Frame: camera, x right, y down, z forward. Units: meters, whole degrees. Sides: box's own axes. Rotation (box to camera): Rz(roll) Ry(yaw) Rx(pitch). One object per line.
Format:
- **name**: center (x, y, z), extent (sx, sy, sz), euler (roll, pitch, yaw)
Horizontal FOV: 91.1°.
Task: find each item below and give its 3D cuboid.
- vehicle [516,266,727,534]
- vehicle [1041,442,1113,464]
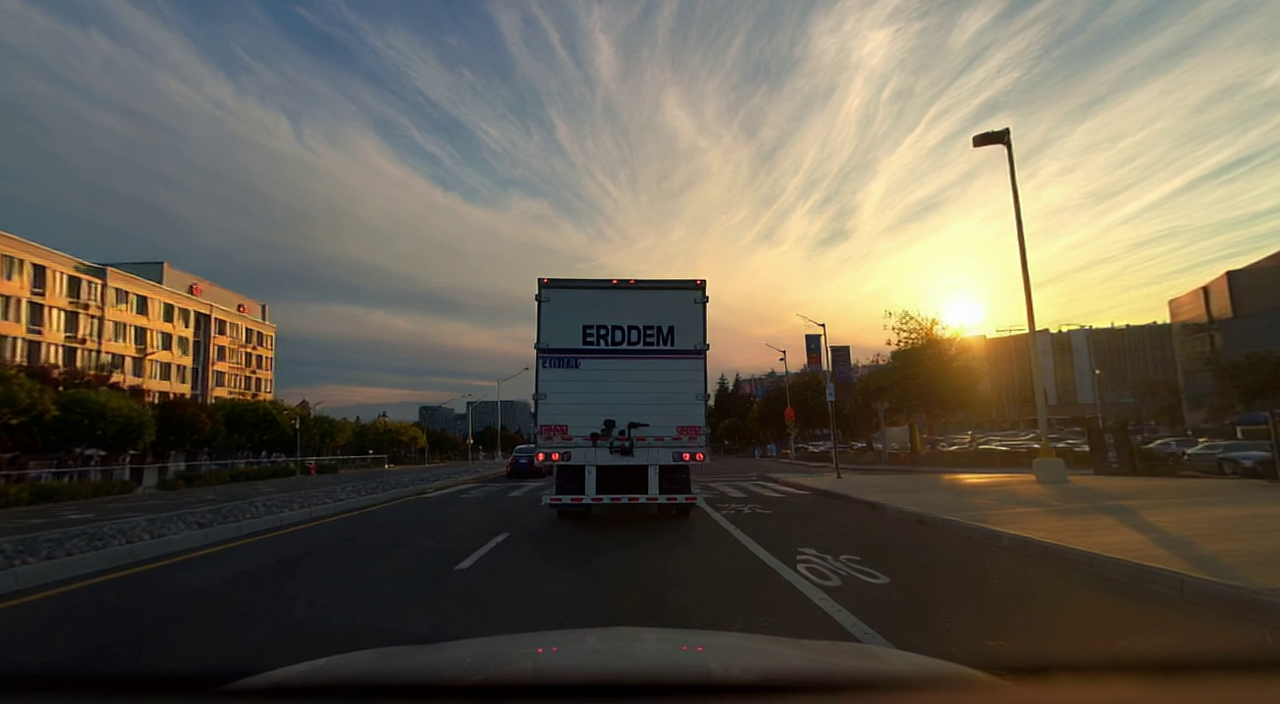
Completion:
- **vehicle**: center (-0.203, 1.250, 13.436), extent (2.876, 3.724, 9.351), euler (0, -8, 1)
- **vehicle**: center (31.356, 7.218, 45.166), extent (1.652, 1.423, 3.797), euler (5, -9, -35)
